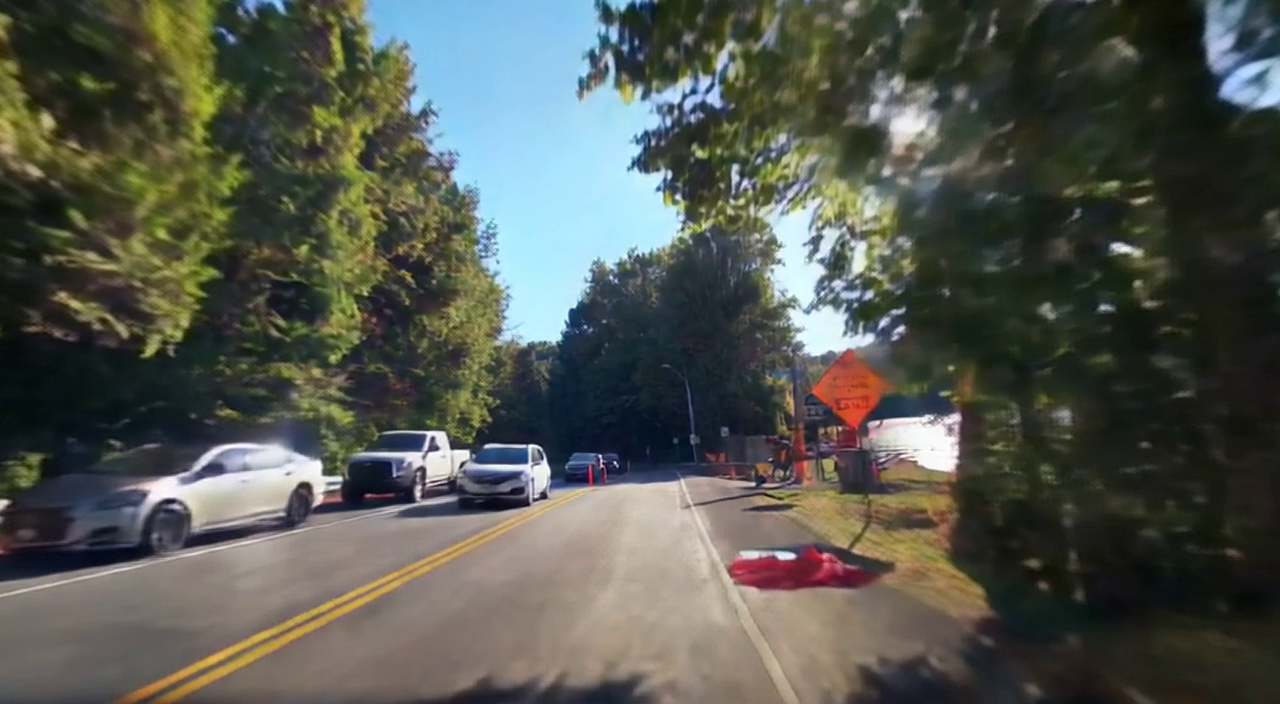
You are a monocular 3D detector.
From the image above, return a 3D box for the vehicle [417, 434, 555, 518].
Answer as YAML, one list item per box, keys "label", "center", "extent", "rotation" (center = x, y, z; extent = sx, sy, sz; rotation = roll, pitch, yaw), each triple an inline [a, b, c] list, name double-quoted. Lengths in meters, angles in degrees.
- label: "vehicle"
  center: [-3.716, 3.084, 16.339]
  extent: [2.177, 1.803, 4.690]
  rotation: [0, -8, 3]

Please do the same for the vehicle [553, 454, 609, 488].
- label: "vehicle"
  center: [-2.648, 5.478, 29.331]
  extent: [1.981, 1.410, 4.162]
  rotation: [-1, -9, 4]

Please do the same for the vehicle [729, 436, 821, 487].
- label: "vehicle"
  center: [5.964, 4.951, 29.052]
  extent: [2.845, 2.053, 6.457]
  rotation: [0, -8, 0]

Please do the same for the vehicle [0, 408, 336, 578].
- label: "vehicle"
  center: [-7.635, 2.060, 10.315]
  extent: [2.266, 1.944, 5.854]
  rotation: [0, -8, 2]
